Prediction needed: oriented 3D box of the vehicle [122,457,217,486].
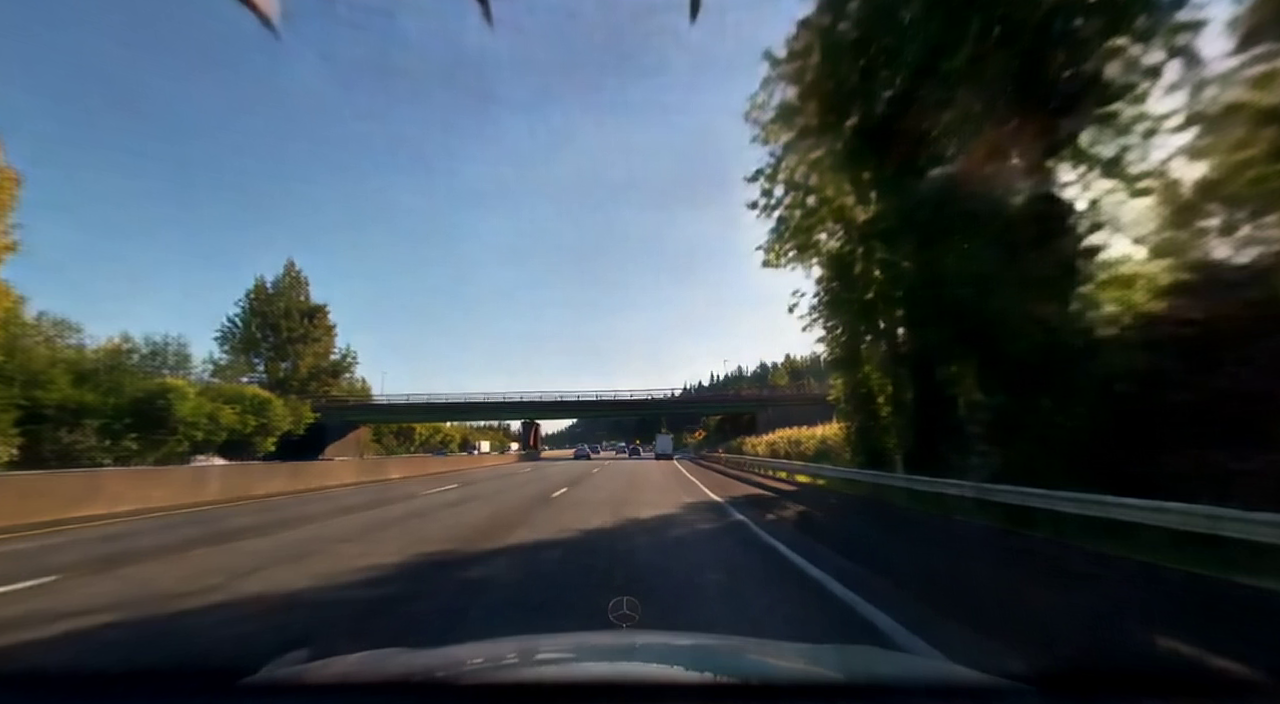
[{"bbox_3d":[-26.417,6.709,35.606,1.842,1.435,4.682,0,-9,-2],"label":"vehicle"}]
